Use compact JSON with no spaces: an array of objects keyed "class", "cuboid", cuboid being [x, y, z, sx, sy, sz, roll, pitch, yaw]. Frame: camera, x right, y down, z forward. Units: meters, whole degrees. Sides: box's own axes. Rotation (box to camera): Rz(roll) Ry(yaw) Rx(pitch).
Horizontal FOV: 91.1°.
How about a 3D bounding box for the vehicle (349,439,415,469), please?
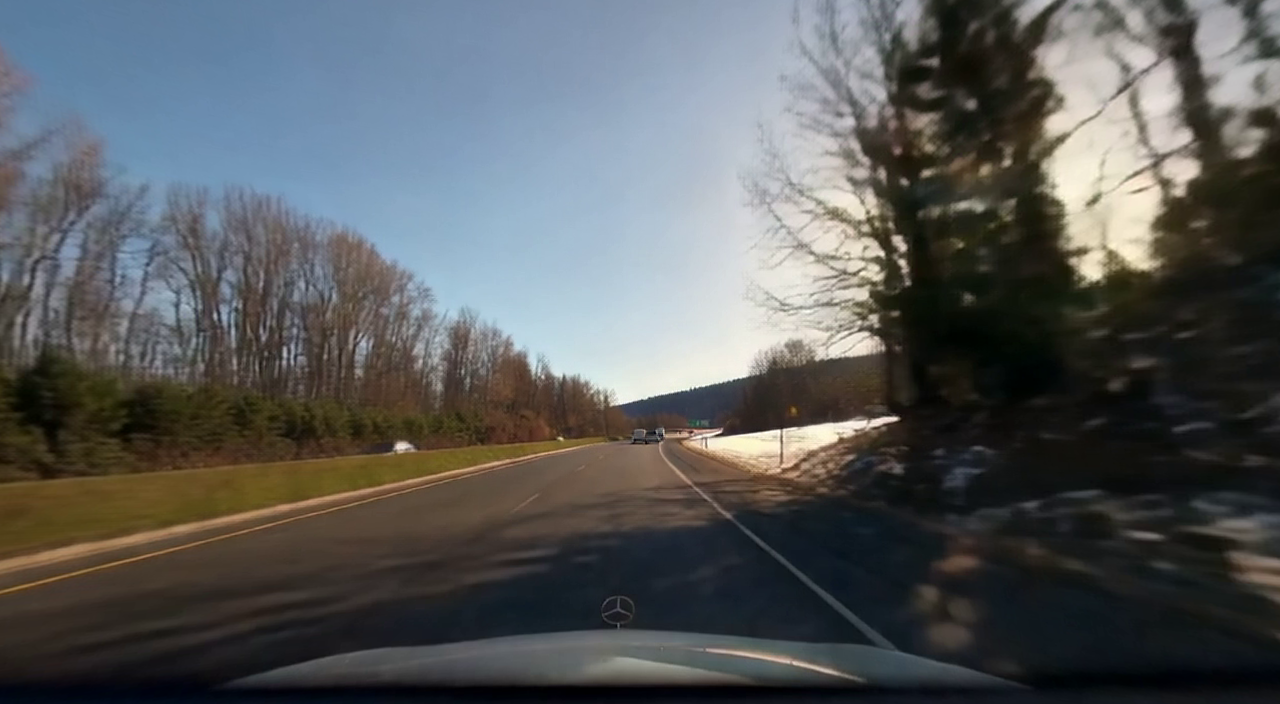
[{"class":"vehicle","cuboid":[-14.819,5.856,36.400,1.949,1.553,4.335,0,-8,1]}]
